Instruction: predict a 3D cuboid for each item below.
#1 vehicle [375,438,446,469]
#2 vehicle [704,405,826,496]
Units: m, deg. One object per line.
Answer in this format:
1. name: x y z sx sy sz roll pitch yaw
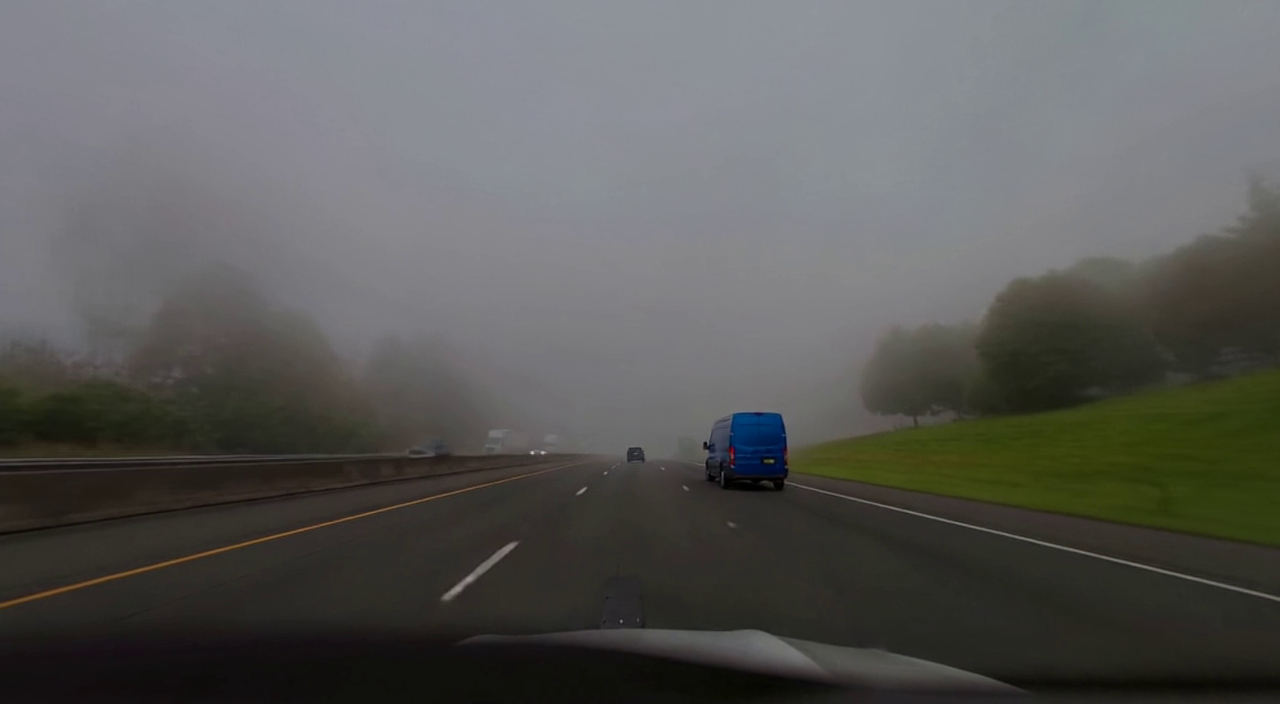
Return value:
1. vehicle: -11.672 5.208 32.424 2.045 1.472 4.396 0 -9 0
2. vehicle: 3.833 3.267 21.035 2.552 2.524 6.630 0 -9 -1
